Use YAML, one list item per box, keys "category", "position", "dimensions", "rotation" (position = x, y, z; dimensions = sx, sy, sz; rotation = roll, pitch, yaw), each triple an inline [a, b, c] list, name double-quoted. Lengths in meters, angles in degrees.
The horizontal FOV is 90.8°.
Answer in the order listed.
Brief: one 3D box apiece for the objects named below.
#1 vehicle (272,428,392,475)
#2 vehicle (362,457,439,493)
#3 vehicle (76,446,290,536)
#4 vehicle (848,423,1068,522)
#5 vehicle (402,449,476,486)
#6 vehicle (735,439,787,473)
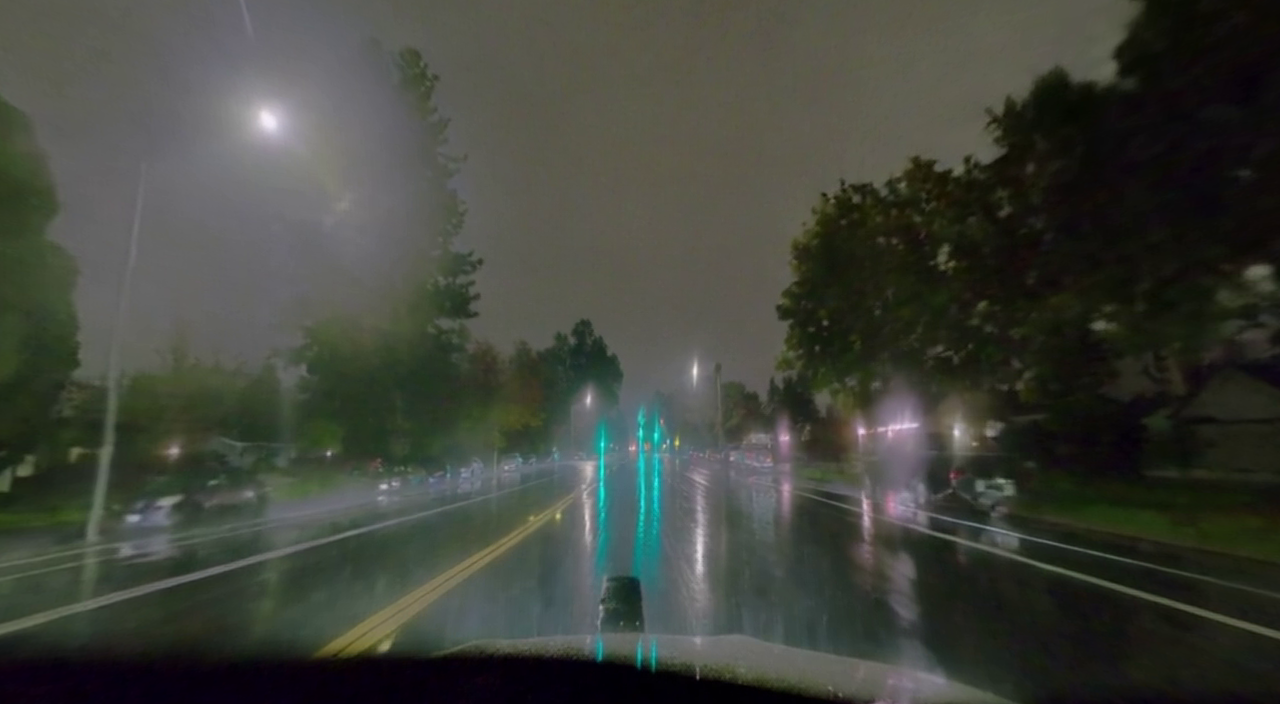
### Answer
- category: "vehicle"
  position: [-20.694, 6.739, 42.714]
  dimensions: [6.604, 3.012, 2.656]
  rotation: [0, -9, 1]
- category: "vehicle"
  position: [-10.807, 5.548, 28.863]
  dimensions: [1.838, 1.450, 4.317]
  rotation: [0, -9, -1]
- category: "vehicle"
  position: [-10.739, 3.248, 15.338]
  dimensions: [1.996, 1.781, 4.139]
  rotation: [-3, -9, 2]
- category: "vehicle"
  position: [7.388, 2.874, 15.757]
  dimensions: [2.224, 1.956, 6.057]
  rotation: [0, -9, -1]
- category: "vehicle"
  position: [-10.734, 6.184, 34.214]
  dimensions: [2.050, 1.769, 5.585]
  rotation: [0, -9, 1]
- category: "vehicle"
  position: [7.267, 6.308, 38.510]
  dimensions: [2.103, 1.912, 4.892]
  rotation: [0, -9, -1]
